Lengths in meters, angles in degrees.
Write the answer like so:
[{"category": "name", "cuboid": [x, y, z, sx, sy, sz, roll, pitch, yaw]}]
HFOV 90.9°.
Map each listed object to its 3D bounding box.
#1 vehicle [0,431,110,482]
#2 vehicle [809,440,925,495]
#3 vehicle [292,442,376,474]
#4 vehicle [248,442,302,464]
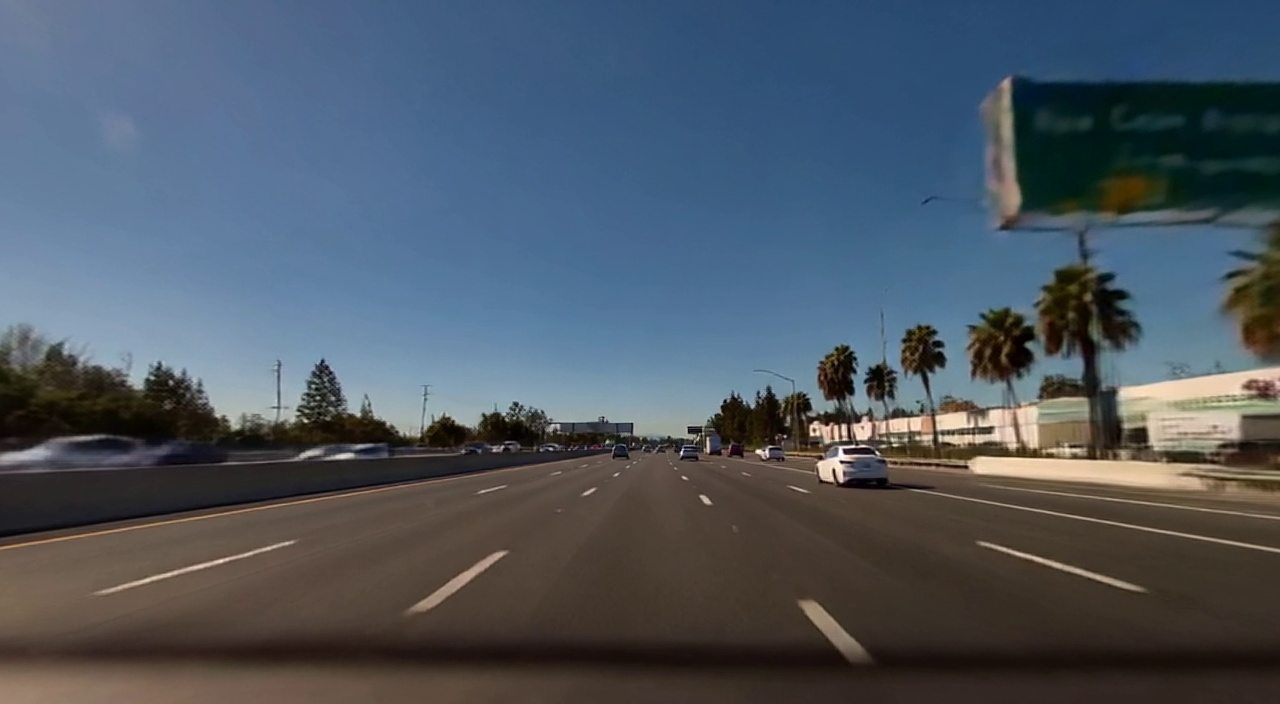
[{"category": "vehicle", "cuboid": [-22.180, 3.739, 22.675, 2.007, 1.687, 4.700, 0, -8, 2]}, {"category": "vehicle", "cuboid": [7.177, 3.686, 20.575, 2.071, 1.543, 4.702, 0, -8, 1]}, {"category": "vehicle", "cuboid": [-15.109, 5.245, 31.411, 1.789, 1.486, 4.434, -1, -8, 3]}, {"category": "vehicle", "cuboid": [-28.400, 7.862, 49.230, 1.760, 1.564, 3.931, -1, -8, 2]}]
